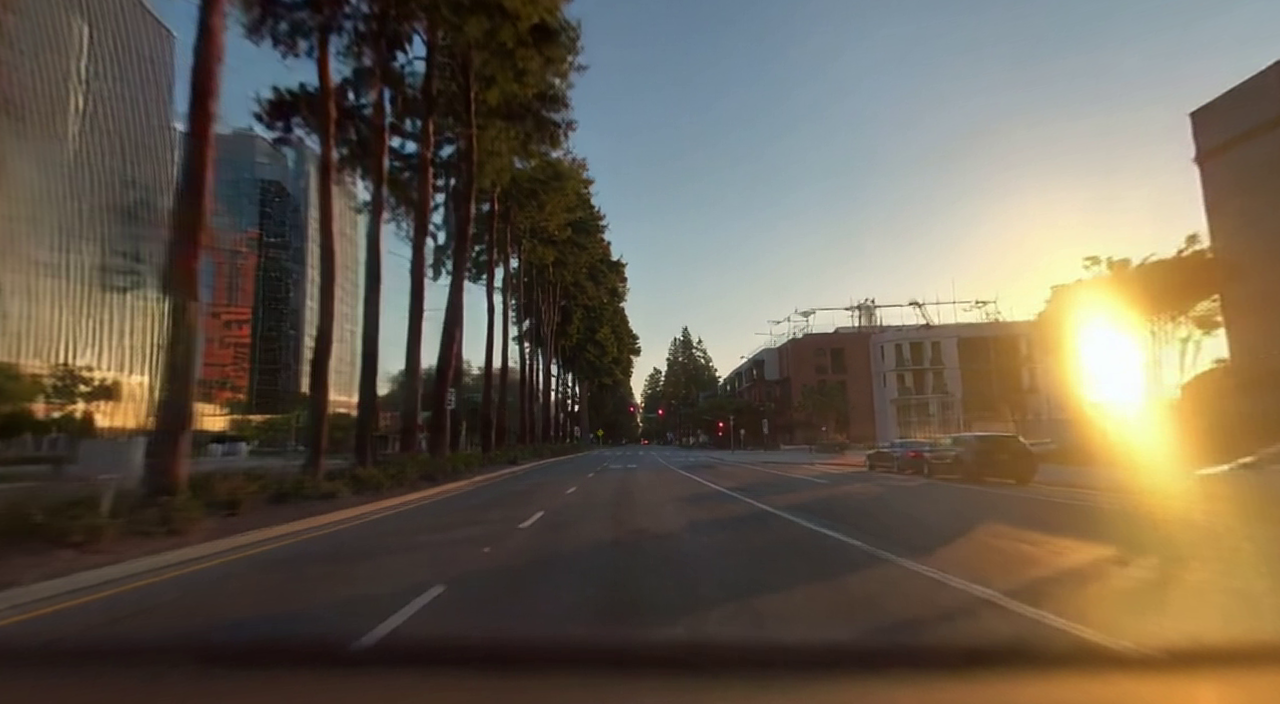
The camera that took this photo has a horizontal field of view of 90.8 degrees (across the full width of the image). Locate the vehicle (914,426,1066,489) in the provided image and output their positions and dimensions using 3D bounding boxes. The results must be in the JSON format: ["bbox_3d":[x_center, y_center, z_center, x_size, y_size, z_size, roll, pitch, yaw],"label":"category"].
[{"bbox_3d":[10.724,3.274,19.903,1.947,1.716,4.861,0,-9,-1],"label":"vehicle"}]

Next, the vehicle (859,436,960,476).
[{"bbox_3d":[10.852,4.232,25.910,2.043,1.491,4.627,0,-9,-1],"label":"vehicle"}]
